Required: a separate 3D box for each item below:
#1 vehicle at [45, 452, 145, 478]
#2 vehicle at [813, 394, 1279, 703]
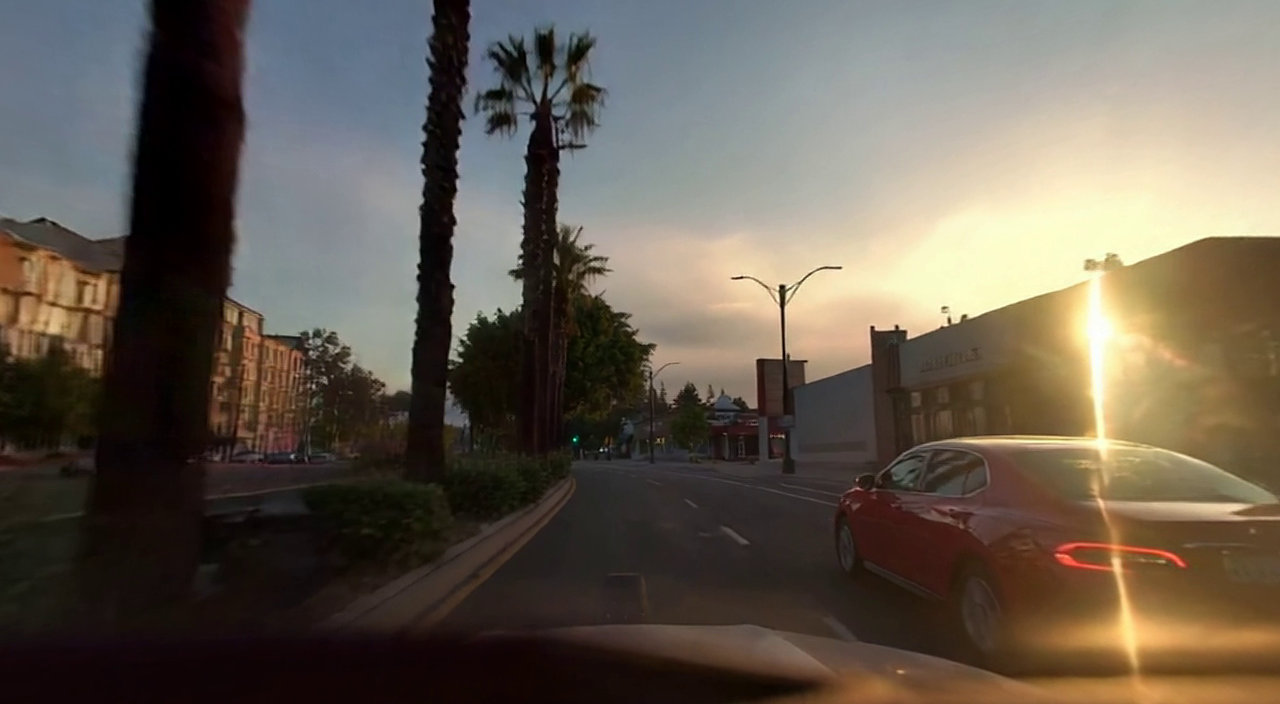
[{"bbox_3d":[-37.759,7.808,43.886,2.294,1.634,5.499,0,-8,-3],"label":"vehicle"},{"bbox_3d":[2.978,1.292,5.096,1.867,1.554,4.301,0,-8,-1],"label":"vehicle"}]
